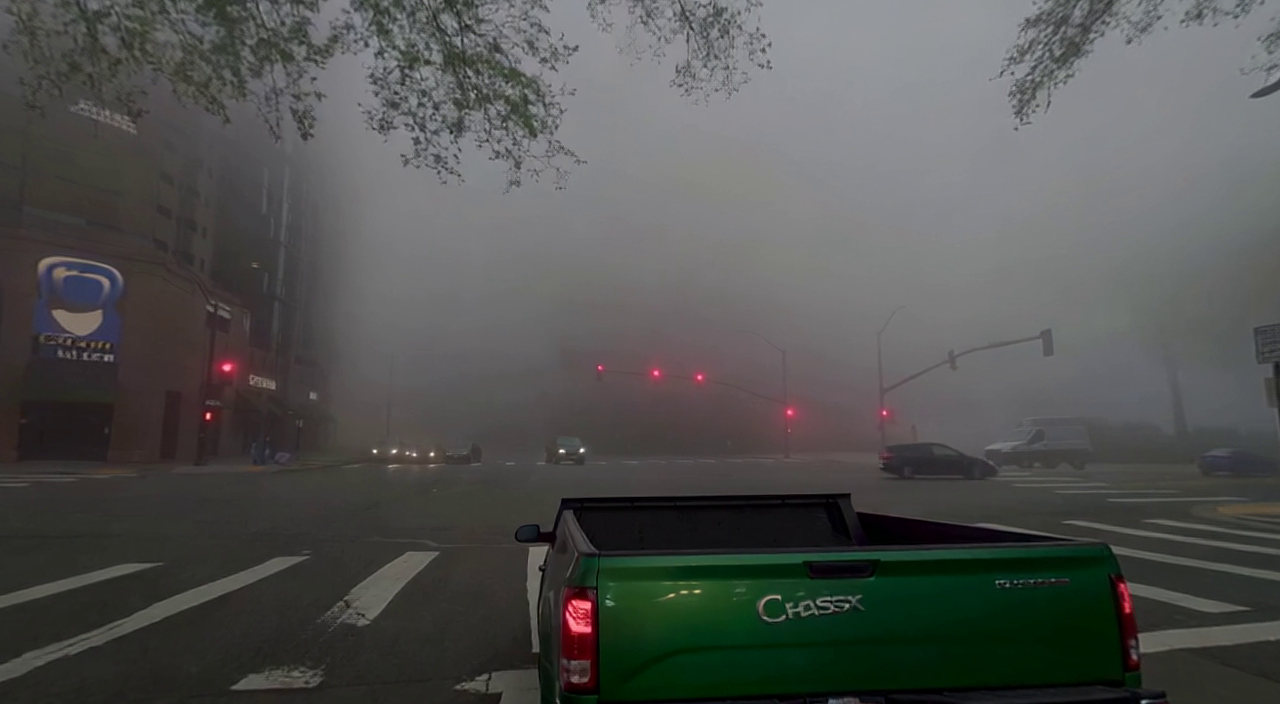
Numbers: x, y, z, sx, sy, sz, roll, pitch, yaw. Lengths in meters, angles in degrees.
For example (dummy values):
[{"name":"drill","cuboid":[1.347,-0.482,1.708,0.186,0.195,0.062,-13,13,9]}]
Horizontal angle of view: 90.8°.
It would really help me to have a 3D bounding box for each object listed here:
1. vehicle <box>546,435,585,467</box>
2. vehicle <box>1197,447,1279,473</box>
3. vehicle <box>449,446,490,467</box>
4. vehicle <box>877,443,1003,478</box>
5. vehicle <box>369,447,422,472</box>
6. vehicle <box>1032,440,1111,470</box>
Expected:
[{"name":"vehicle","cuboid":[-4.984,6.464,41.483,2.289,1.927,5.667,1,-9,-9]},{"name":"vehicle","cuboid":[36.120,6.469,38.097,4.522,1.460,2.097,4,-9,-26]},{"name":"vehicle","cuboid":[-12.622,7.764,47.092,1.946,1.474,4.008,0,-9,0]},{"name":"vehicle","cuboid":[13.402,4.869,28.453,4.658,1.478,1.946,-1,-9,4]},{"name":"vehicle","cuboid":[-16.253,7.133,42.240,1.883,1.586,4.297,0,-9,-1]},{"name":"vehicle","cuboid":[26.354,6.266,38.567,4.541,1.731,2.007,5,-10,-28]}]
